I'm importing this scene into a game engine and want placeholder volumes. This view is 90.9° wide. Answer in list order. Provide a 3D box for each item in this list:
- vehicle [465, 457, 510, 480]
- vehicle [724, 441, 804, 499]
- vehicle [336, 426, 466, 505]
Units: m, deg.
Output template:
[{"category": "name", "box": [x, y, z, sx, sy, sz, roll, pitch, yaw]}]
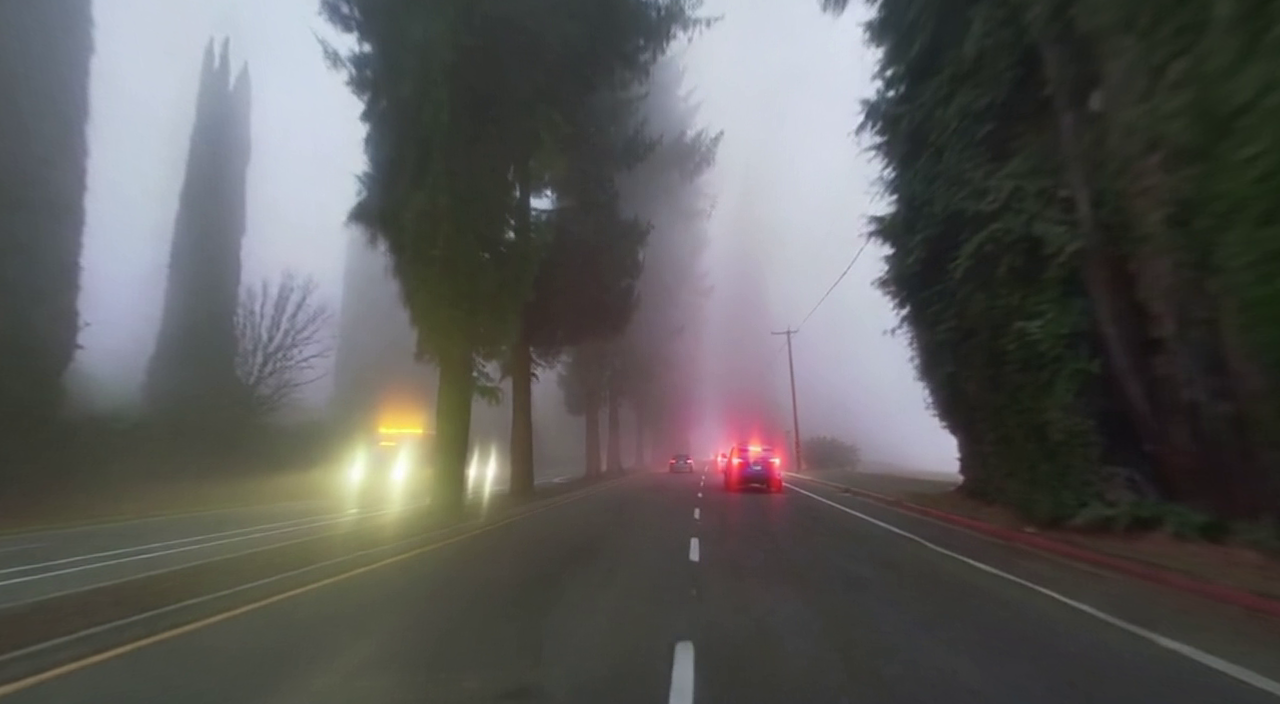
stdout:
[{"category": "vehicle", "box": [-11.254, 8.657, 46.865, 1.874, 1.521, 4.244, -1, -8, 6]}, {"category": "vehicle", "box": [3.816, 3.684, 20.158, 2.052, 1.639, 4.123, -1, -8, 5]}, {"category": "vehicle", "box": [-9.905, 4.729, 26.851, 2.661, 2.737, 6.092, -6, -9, 6]}]
